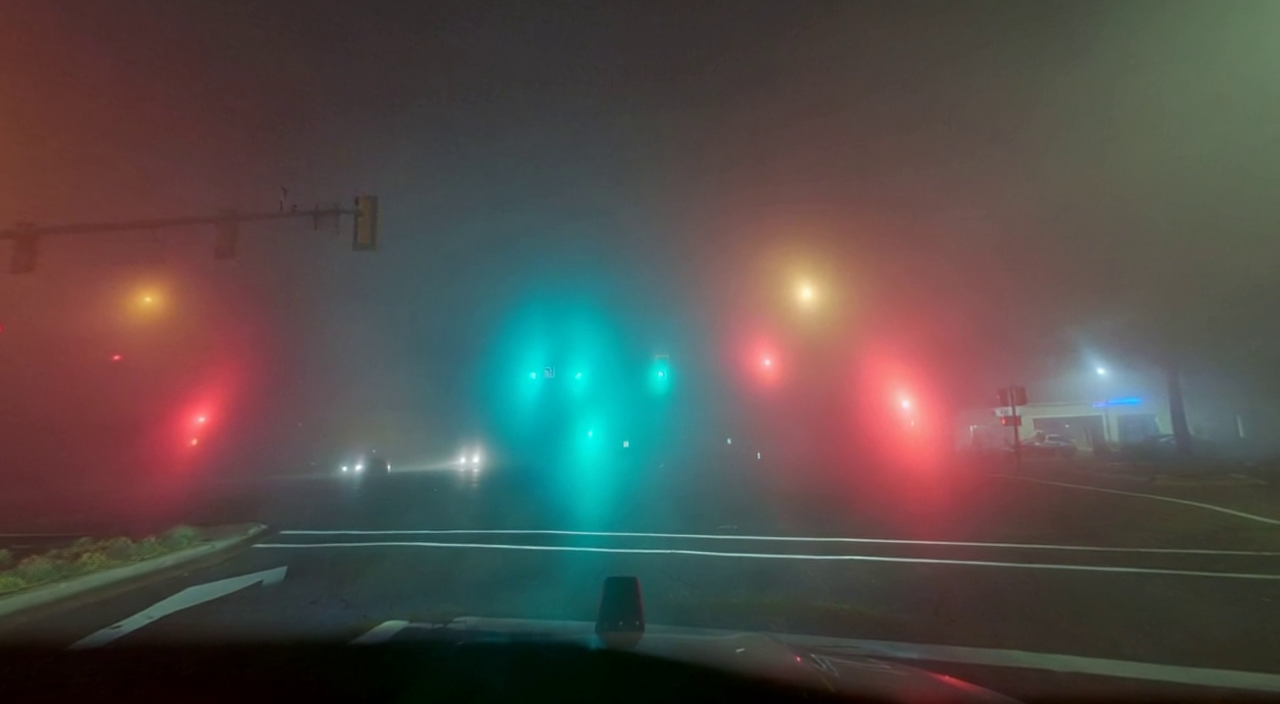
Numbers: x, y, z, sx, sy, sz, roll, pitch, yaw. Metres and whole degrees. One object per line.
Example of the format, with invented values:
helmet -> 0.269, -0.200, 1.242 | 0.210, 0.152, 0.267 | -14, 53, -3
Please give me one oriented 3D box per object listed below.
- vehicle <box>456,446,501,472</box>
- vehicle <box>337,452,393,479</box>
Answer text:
vehicle -> -12.163, 8.056, 47.969 | 2.151, 1.847, 4.634 | 0, -9, 0
vehicle -> -18.839, 7.767, 43.483 | 1.933, 1.664, 4.255 | 0, -9, 1
